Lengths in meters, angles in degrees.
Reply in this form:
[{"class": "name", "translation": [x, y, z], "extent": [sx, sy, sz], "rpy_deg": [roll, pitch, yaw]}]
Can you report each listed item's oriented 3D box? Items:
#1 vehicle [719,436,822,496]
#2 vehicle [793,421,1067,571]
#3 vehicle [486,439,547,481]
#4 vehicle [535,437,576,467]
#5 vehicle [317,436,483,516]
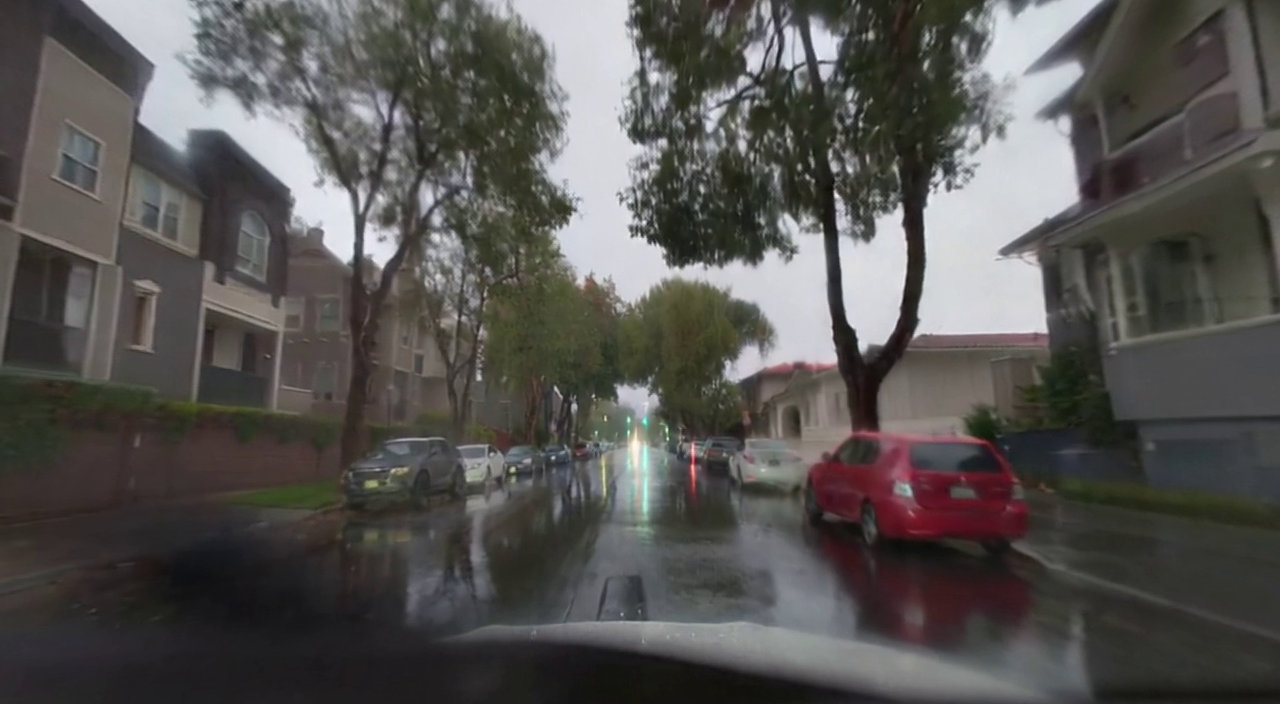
[{"class": "vehicle", "translation": [3.562, 3.209, 18.127], "extent": [1.881, 1.482, 4.531], "rpy_deg": [0, -9, -2]}, {"class": "vehicle", "translation": [3.628, 1.864, 8.927], "extent": [1.909, 1.595, 4.136], "rpy_deg": [0, -8, 0]}, {"class": "vehicle", "translation": [-5.655, 4.968, 29.465], "extent": [1.901, 1.475, 4.425], "rpy_deg": [-4, -6, 0]}, {"class": "vehicle", "translation": [-5.634, 6.725, 42.476], "extent": [2.106, 1.760, 4.573], "rpy_deg": [-4, -9, -1]}, {"class": "vehicle", "translation": [-5.733, 3.015, 15.958], "extent": [2.169, 1.574, 5.016], "rpy_deg": [-3, -9, 1]}]
